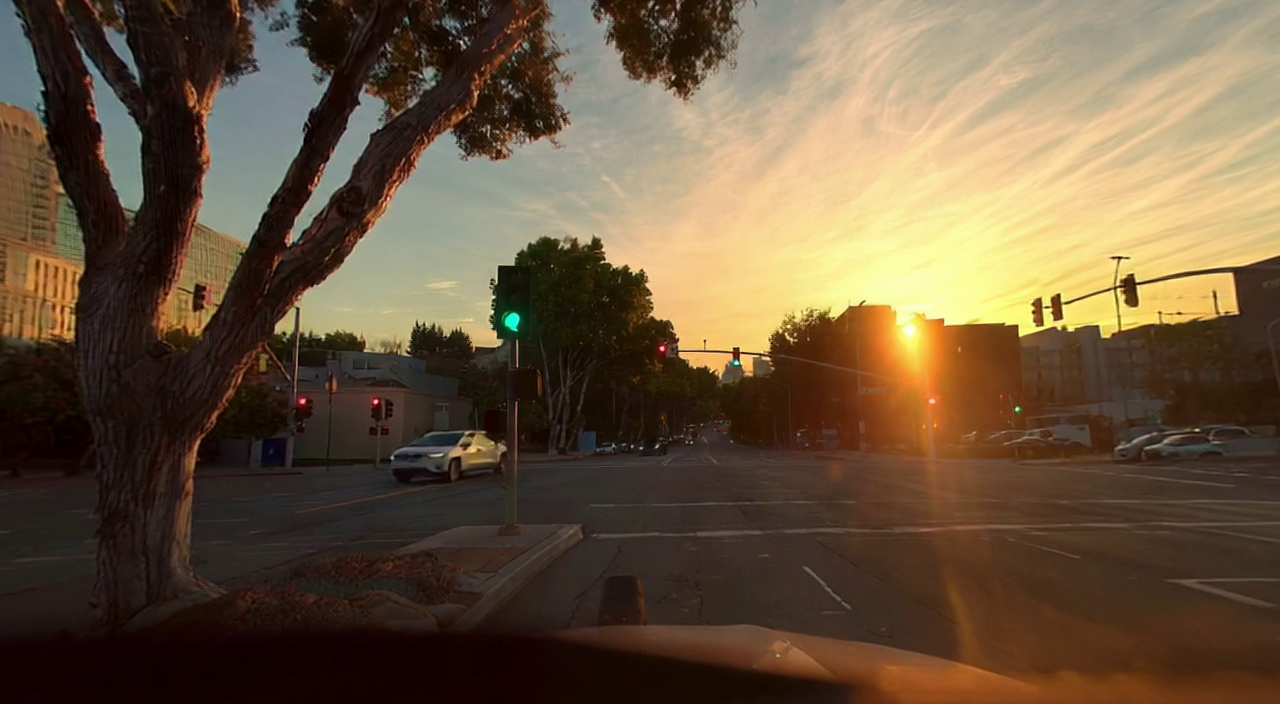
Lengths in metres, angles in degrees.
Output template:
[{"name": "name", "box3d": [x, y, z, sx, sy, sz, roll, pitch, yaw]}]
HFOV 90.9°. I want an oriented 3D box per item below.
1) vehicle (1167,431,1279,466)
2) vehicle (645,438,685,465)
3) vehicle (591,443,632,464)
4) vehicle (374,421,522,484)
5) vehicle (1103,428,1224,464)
[{"name": "vehicle", "box3d": [26.288, 4.249, 27.882, 4.644, 1.470, 1.922, 1, -8, -10]}, {"name": "vehicle", "box3d": [1.753, 6.773, 43.248, 2.197, 1.739, 4.177, -2, -8, 10]}, {"name": "vehicle", "box3d": [-2.012, 7.320, 45.676, 2.076, 1.476, 3.873, -2, -8, 12]}, {"name": "vehicle", "box3d": [-7.834, 4.291, 27.387, 2.775, 2.246, 9.043, -1, -8, 6]}, {"name": "vehicle", "box3d": [25.940, 4.665, 31.344, 4.441, 1.674, 2.035, 1, -8, -8]}]
